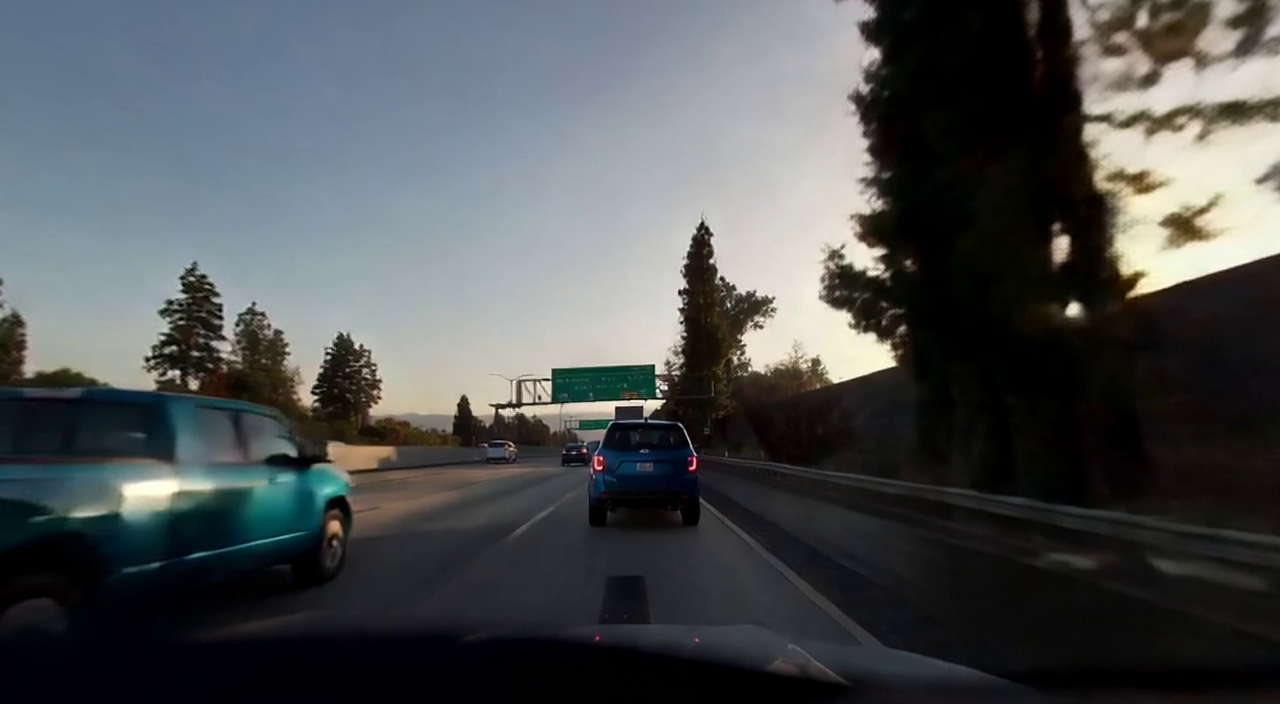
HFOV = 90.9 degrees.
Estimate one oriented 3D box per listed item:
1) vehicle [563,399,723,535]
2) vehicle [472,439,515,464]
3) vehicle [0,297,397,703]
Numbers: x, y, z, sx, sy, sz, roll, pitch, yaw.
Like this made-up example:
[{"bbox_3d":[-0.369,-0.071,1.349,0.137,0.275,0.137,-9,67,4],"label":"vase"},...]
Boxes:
[{"bbox_3d":[0.020,2.076,11.896,2.395,2.013,4.734,0,-8,-1],"label":"vehicle"},{"bbox_3d":[-10.724,7.325,46.537,2.009,1.771,4.540,0,-8,1],"label":"vehicle"},{"bbox_3d":[-4.091,0.970,4.348,2.486,1.962,5.525,0,-8,2],"label":"vehicle"}]
